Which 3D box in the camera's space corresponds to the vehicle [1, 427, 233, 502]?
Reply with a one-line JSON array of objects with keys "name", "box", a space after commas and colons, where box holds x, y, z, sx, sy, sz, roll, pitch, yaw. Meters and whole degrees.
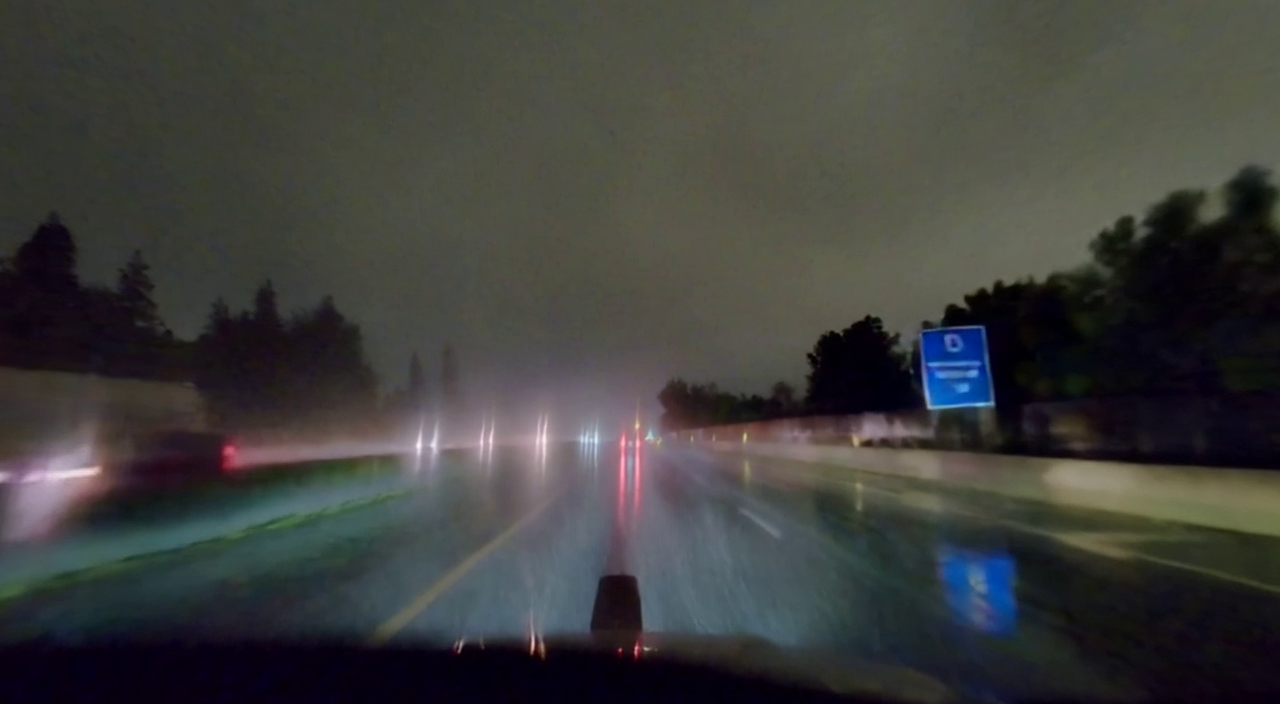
[{"name": "vehicle", "box": [-12.259, 2.616, 15.285, 1.865, 1.520, 4.412, 0, -7, 0]}]
